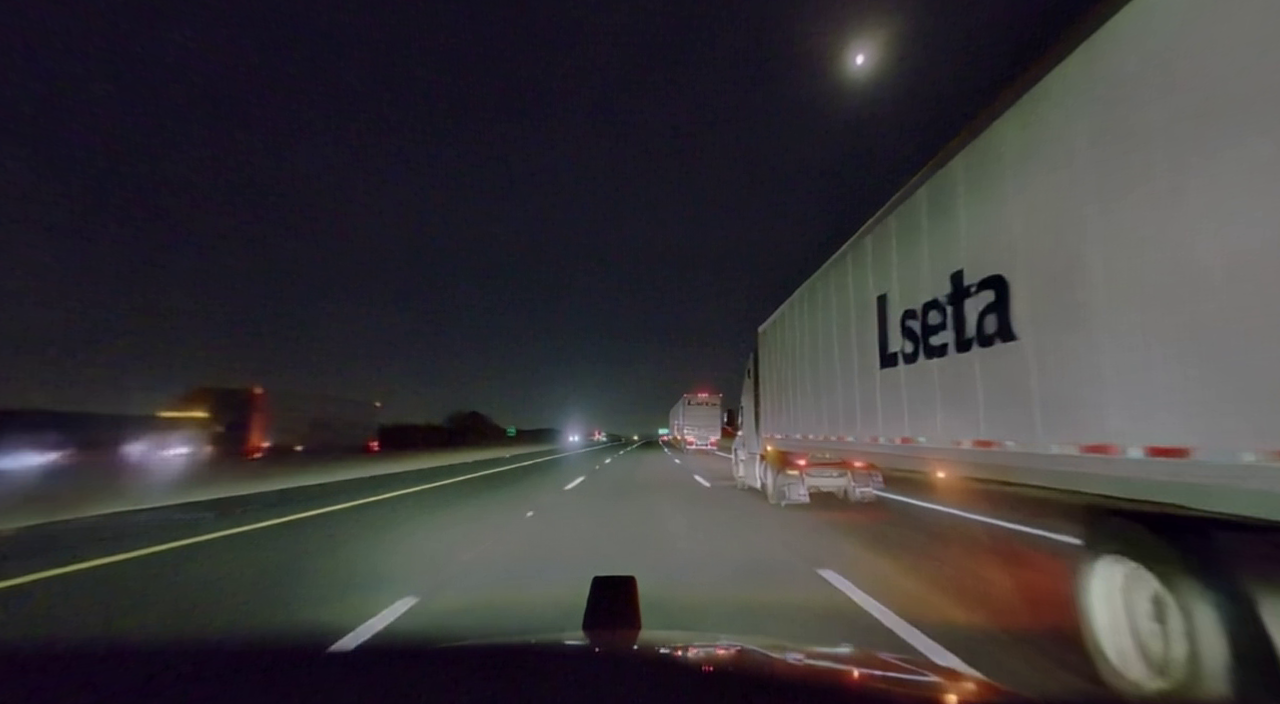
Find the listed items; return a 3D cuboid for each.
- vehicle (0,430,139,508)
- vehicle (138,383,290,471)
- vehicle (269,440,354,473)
[{"bbox_3d":[-13.737,2.517,13.835,1.847,1.544,4.263,0,-8,1],"label":"vehicle"},{"bbox_3d":[-20.344,3.701,30.599,2.996,3.848,6.056,0,-8,0],"label":"vehicle"},{"bbox_3d":[-16.168,5.129,31.188,1.835,1.485,4.359,0,-8,0],"label":"vehicle"}]
